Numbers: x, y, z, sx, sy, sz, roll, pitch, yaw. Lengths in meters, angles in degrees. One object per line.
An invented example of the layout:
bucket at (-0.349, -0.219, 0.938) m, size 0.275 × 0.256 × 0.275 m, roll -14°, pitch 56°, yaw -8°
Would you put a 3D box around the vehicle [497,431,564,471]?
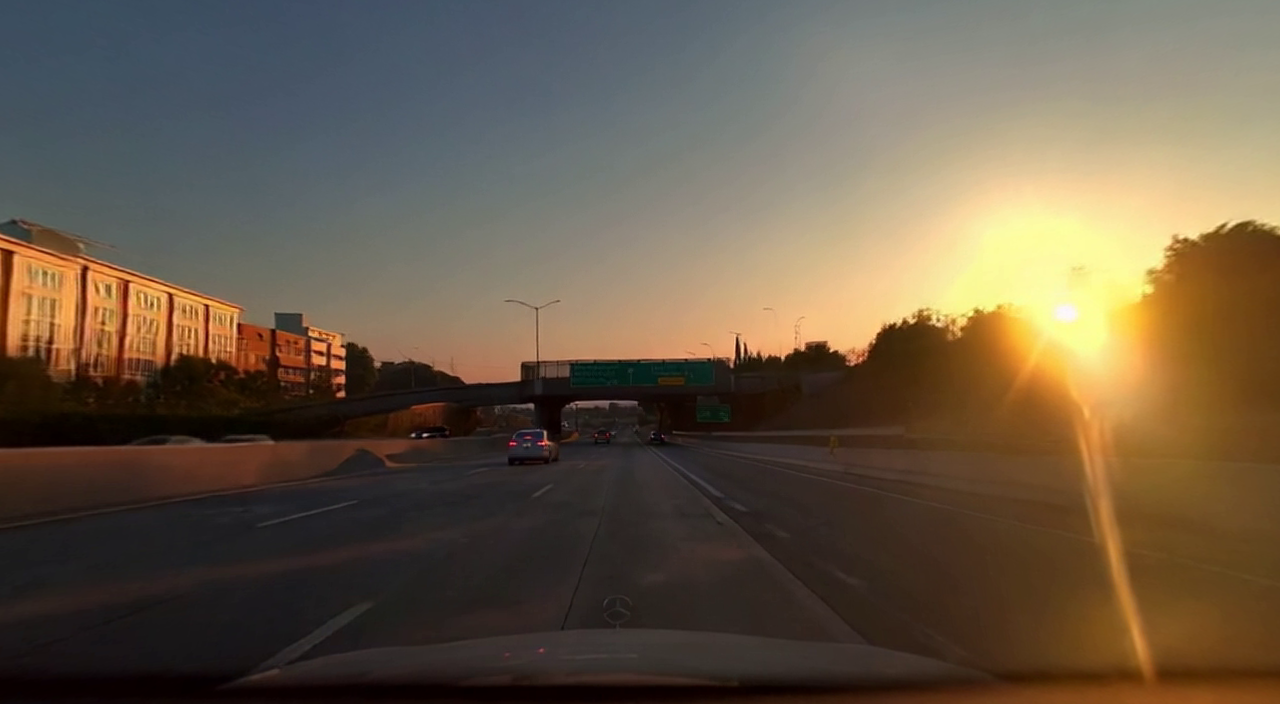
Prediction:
vehicle at (-4.416, 4.063, 26.049) m, size 1.996 × 1.490 × 4.571 m, roll 0°, pitch -8°, yaw 0°
